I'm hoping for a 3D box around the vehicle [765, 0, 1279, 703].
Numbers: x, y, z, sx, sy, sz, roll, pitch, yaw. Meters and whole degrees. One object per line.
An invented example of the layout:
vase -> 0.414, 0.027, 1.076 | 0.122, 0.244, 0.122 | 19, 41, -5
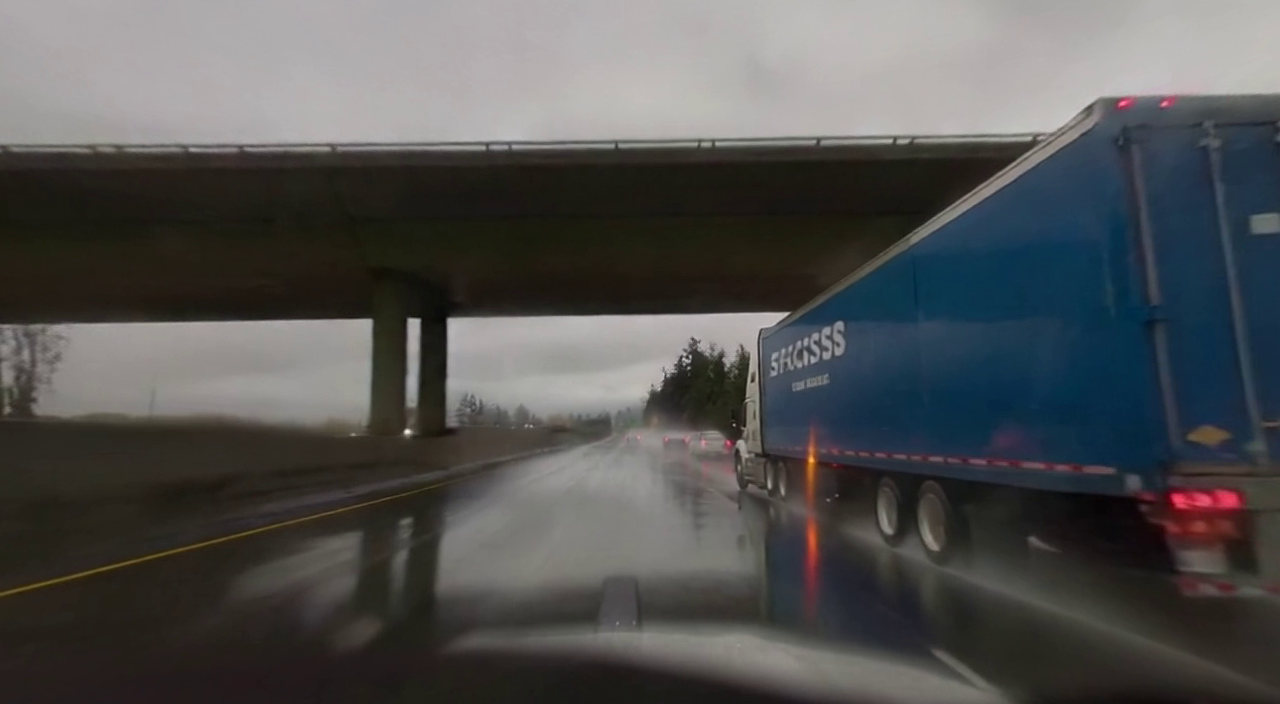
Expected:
vehicle -> 4.148, 0.714, 7.734 | 2.849, 3.391, 11.018 | 0, -8, -1
